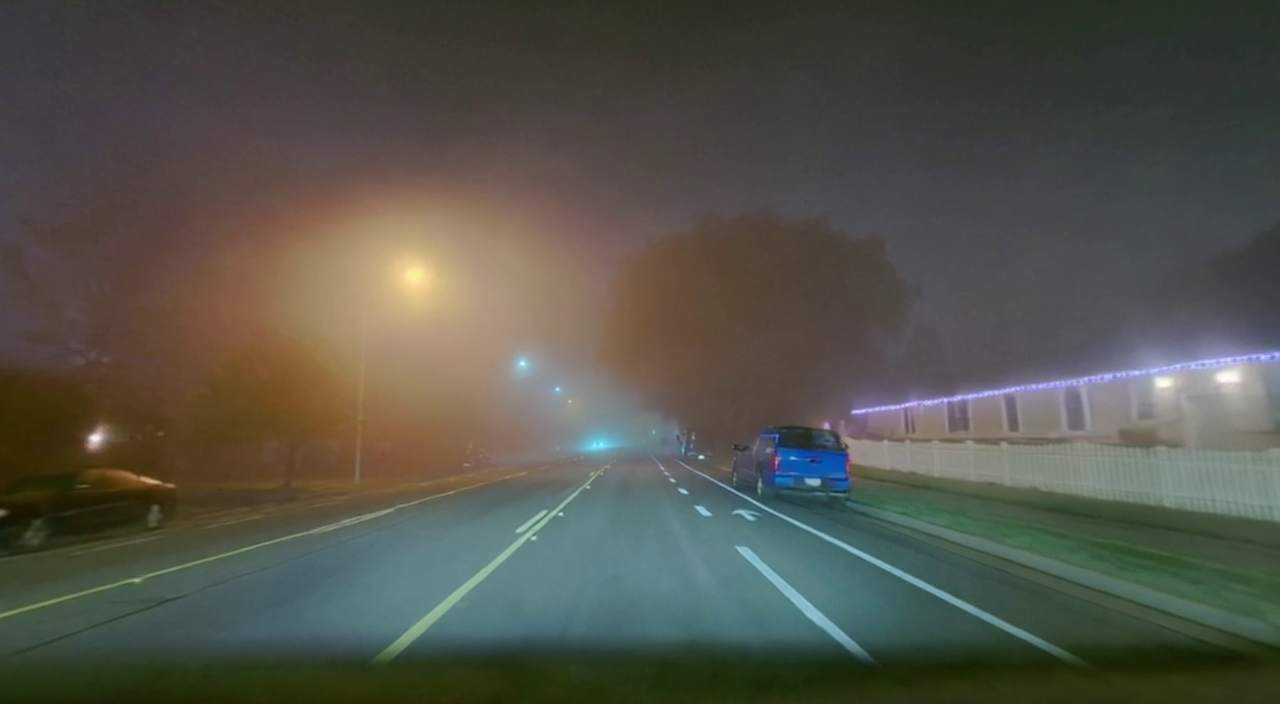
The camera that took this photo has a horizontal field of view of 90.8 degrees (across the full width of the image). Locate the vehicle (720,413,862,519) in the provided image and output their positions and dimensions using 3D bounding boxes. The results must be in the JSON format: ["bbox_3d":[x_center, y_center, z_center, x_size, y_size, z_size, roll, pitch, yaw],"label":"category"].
[{"bbox_3d":[3.733,2.949,17.032,2.504,2.114,6.073,5,-8,3],"label":"vehicle"}]

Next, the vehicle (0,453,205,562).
[{"bbox_3d":[-10.792,2.797,11.866,2.049,1.527,4.677,-4,-8,-1],"label":"vehicle"}]

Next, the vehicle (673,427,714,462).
[{"bbox_3d":[3.933,6.947,47.474,2.459,2.452,5.731,0,-8,-1],"label":"vehicle"}]

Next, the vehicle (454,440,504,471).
[{"bbox_3d":[-11.235,7.245,44.463,2.301,1.855,4.983,-4,-8,-1],"label":"vehicle"}]
